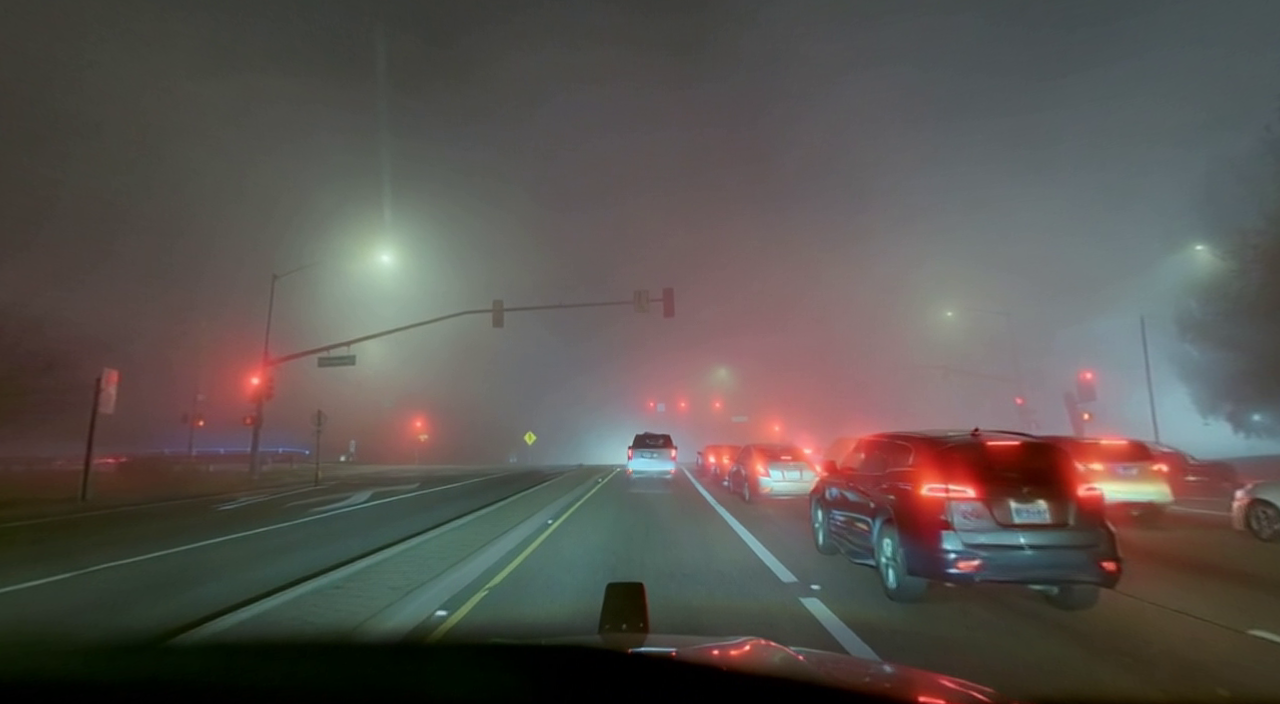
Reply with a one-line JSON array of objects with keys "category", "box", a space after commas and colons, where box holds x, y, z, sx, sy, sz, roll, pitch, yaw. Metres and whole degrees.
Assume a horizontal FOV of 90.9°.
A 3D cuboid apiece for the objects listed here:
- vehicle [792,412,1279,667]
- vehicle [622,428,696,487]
[{"category": "vehicle", "box": [2.996, 1.456, 6.066, 2.078, 1.578, 4.107, 0, -8, 1]}, {"category": "vehicle", "box": [0.570, 3.566, 21.611, 2.245, 1.800, 4.522, 0, -8, 0]}]
